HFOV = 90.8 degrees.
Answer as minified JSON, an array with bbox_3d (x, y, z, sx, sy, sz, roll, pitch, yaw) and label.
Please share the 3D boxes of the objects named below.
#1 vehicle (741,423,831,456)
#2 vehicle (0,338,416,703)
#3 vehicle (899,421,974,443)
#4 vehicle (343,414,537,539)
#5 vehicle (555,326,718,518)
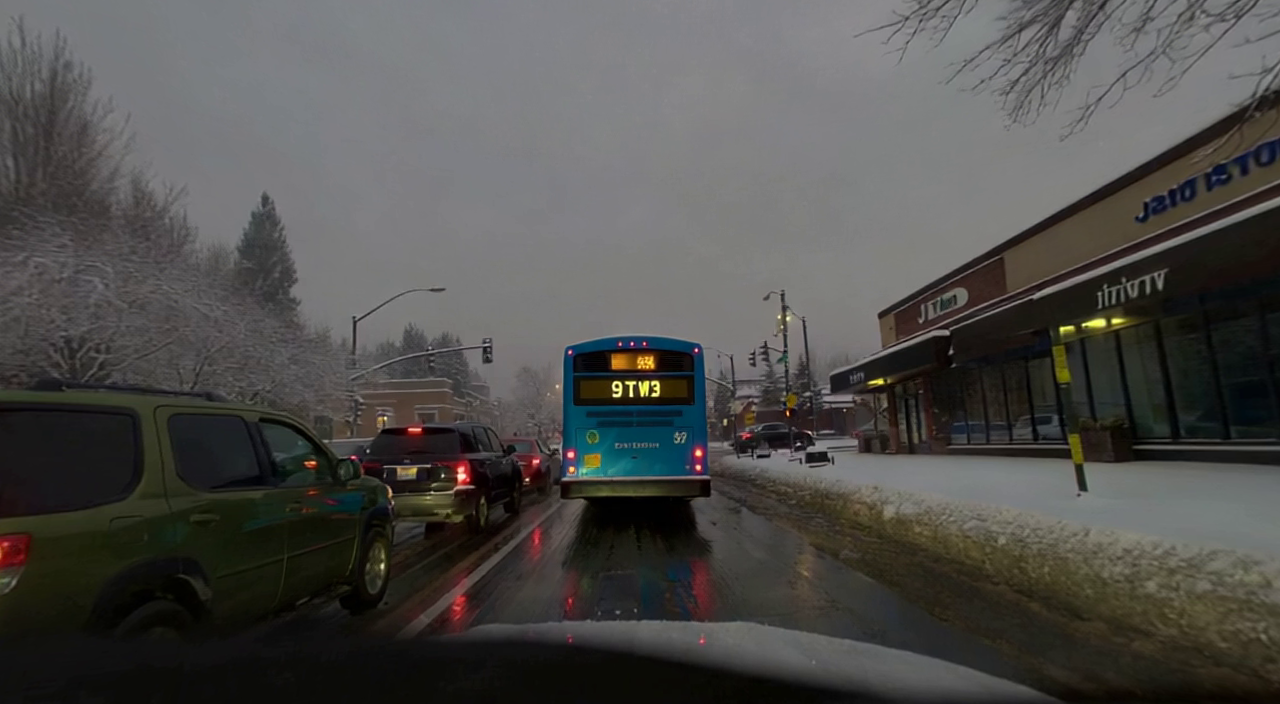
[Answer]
[{"bbox_3d":[9.940,6.043,43.493,5.788,2.165,2.491,-2,-9,10],"label":"vehicle"},{"bbox_3d":[-3.225,1.089,3.966,2.020,1.725,4.384,0,-8,0],"label":"vehicle"},{"bbox_3d":[22.243,6.024,47.471,4.827,1.555,1.863,1,-9,-7],"label":"vehicle"},{"bbox_3d":[-3.346,2.195,11.771,2.096,1.828,4.669,0,-8,0],"label":"vehicle"},{"bbox_3d":[-0.317,1.983,16.498,2.938,3.468,9.972,0,-9,-3],"label":"vehicle"}]
